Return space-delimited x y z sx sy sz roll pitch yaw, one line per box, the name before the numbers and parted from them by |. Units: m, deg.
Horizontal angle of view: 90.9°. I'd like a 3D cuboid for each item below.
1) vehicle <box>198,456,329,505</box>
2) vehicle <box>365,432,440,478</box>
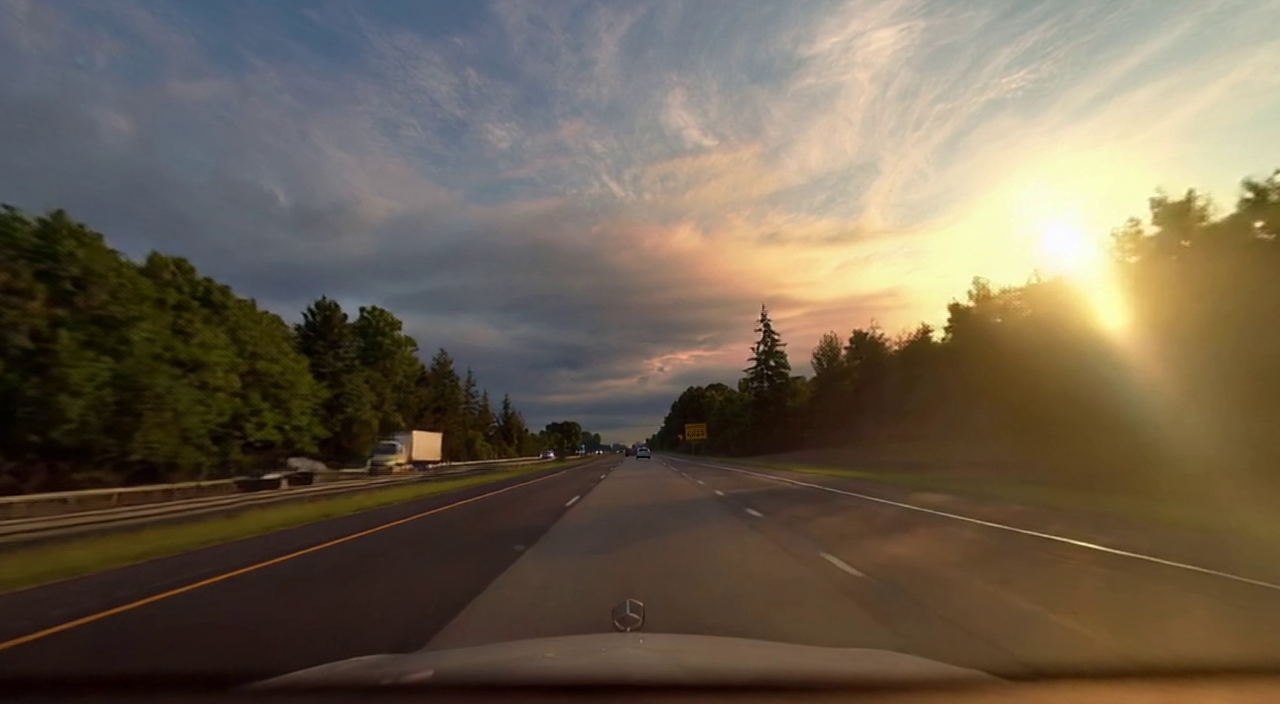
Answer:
vehicle | -12.977 4.414 22.115 1.820 1.458 4.466 0 -9 1
vehicle | -16.883 7.353 45.433 2.536 3.058 7.355 0 -8 0
